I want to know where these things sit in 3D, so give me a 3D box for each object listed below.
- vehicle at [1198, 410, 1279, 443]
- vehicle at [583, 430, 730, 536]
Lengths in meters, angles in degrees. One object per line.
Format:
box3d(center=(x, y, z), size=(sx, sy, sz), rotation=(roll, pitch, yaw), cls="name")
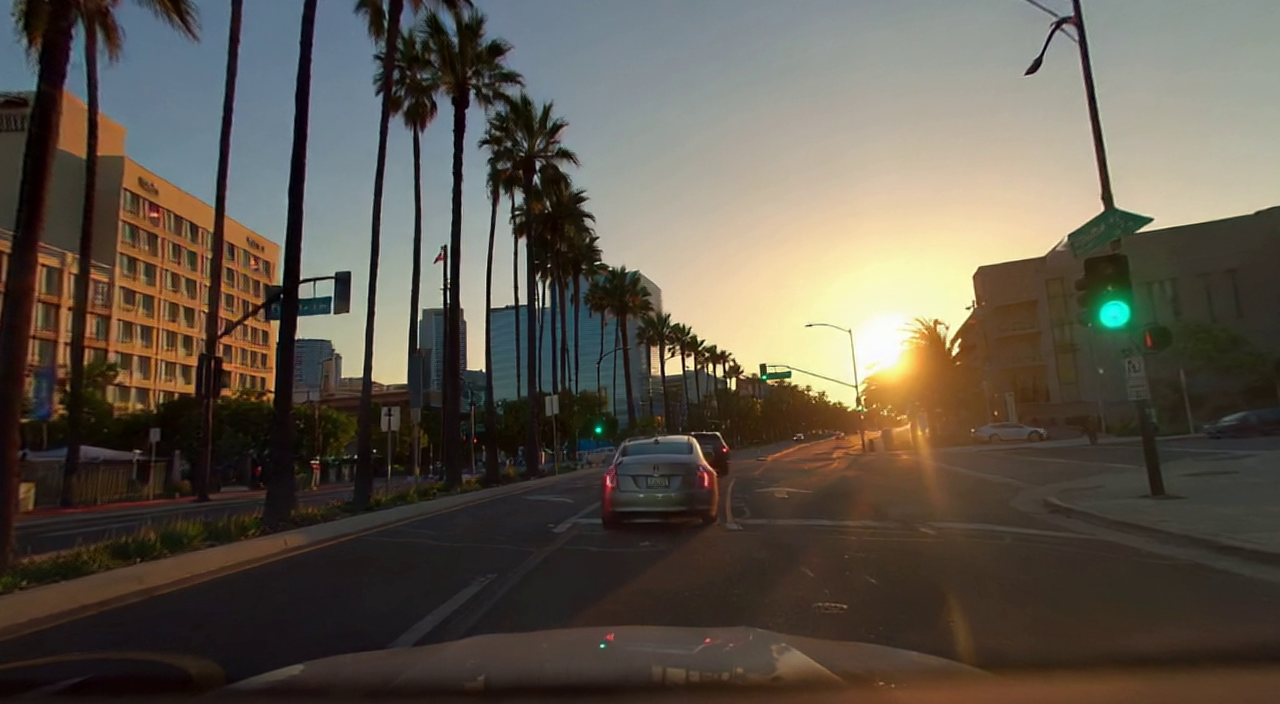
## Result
box3d(center=(36.509, 4.460, 37.658), size=(5.049, 1.861, 2.081), rotation=(2, -9, -12), cls="vehicle")
box3d(center=(0.347, 2.180, 11.143), size=(2.096, 1.492, 4.071), rotation=(-1, -8, 3), cls="vehicle")
